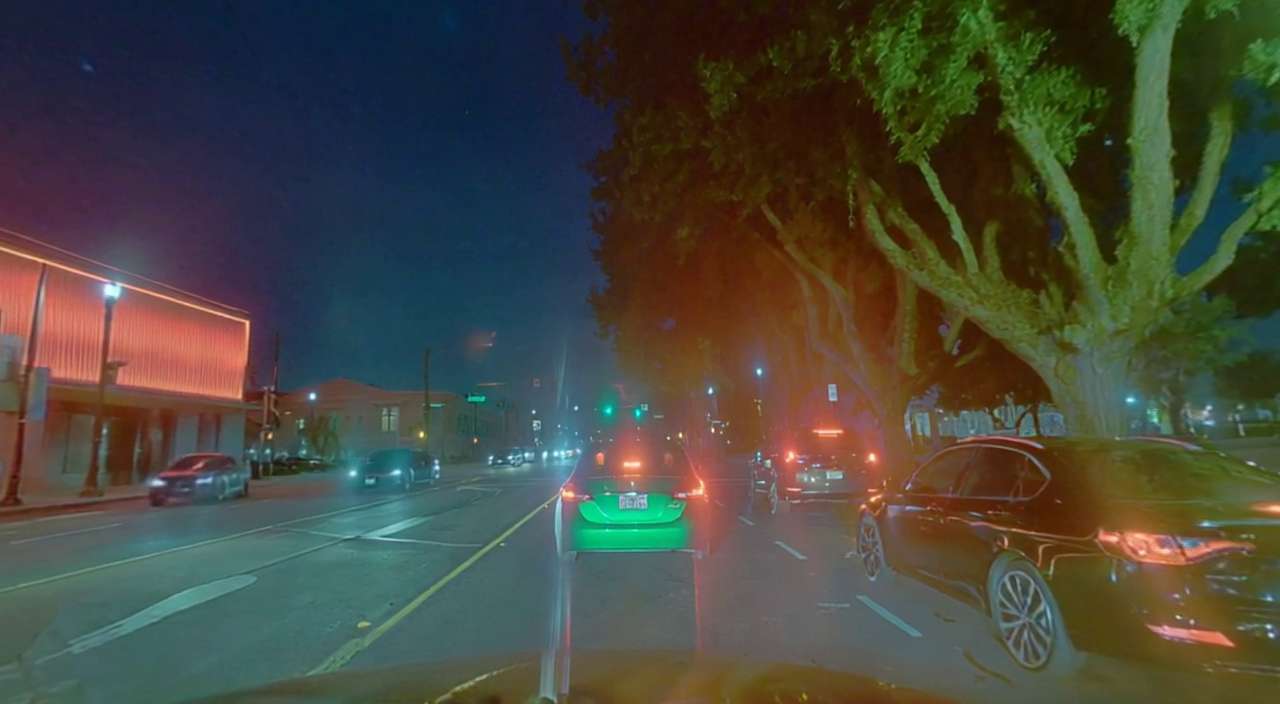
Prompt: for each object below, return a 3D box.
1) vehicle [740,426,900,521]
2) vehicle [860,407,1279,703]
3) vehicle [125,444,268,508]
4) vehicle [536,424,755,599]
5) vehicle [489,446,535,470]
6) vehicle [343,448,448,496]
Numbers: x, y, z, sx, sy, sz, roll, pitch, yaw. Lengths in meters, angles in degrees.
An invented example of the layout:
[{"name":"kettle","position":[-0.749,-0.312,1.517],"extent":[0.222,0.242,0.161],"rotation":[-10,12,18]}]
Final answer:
[{"name":"vehicle","position":[3.534,2.477,13.403],"extent":[2.025,1.660,4.263],"rotation":[0,-9,-1]},{"name":"vehicle","position":[3.308,1.256,4.468],"extent":[1.988,1.480,4.195],"rotation":[0,-9,0]},{"name":"vehicle","position":[-13.973,3.866,20.281],"extent":[2.072,1.773,4.329],"rotation":[1,-9,-11]},{"name":"vehicle","position":[0.035,1.650,7.299],"extent":[1.887,1.487,3.535],"rotation":[0,-9,0]},{"name":"vehicle","position":[-8.461,7.064,42.229],"extent":[2.169,1.477,4.168],"rotation":[0,-9,0]},{"name":"vehicle","position":[-8.170,4.019,21.583],"extent":[1.850,1.417,4.321],"rotation":[0,-9,0]}]
